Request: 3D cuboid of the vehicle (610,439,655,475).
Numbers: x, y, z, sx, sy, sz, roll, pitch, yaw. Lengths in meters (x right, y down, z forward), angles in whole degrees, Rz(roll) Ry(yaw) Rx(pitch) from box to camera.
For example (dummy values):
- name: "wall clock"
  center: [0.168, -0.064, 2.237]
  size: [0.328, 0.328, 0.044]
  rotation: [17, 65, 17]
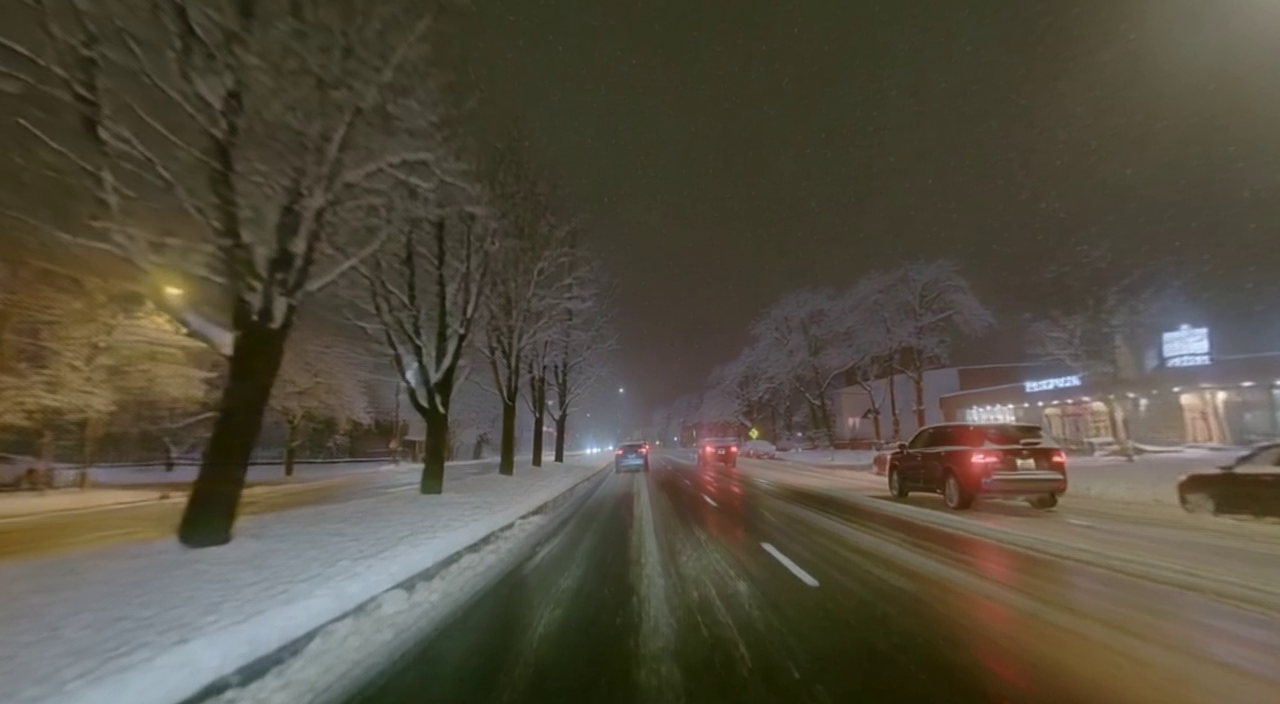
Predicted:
- name: "vehicle"
  center: [-0.323, 4.999, 30.238]
  size: [2.037, 1.568, 3.693]
  rotation: [0, -8, 0]

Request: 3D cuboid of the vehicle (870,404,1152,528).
- name: "vehicle"
  center: [6.872, 2.212, 12.822]
  size: [2.240, 1.923, 5.678]
  rotation: [0, -8, 0]

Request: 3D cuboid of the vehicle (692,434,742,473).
- name: "vehicle"
  center: [3.835, 5.133, 32.133]
  size: [1.955, 1.845, 4.538]
  rotation: [0, -8, 0]

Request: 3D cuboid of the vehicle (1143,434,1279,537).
- name: "vehicle"
  center: [10.314, 1.948, 9.248]
  size: [2.021, 1.481, 4.746]
  rotation: [0, -8, 1]
